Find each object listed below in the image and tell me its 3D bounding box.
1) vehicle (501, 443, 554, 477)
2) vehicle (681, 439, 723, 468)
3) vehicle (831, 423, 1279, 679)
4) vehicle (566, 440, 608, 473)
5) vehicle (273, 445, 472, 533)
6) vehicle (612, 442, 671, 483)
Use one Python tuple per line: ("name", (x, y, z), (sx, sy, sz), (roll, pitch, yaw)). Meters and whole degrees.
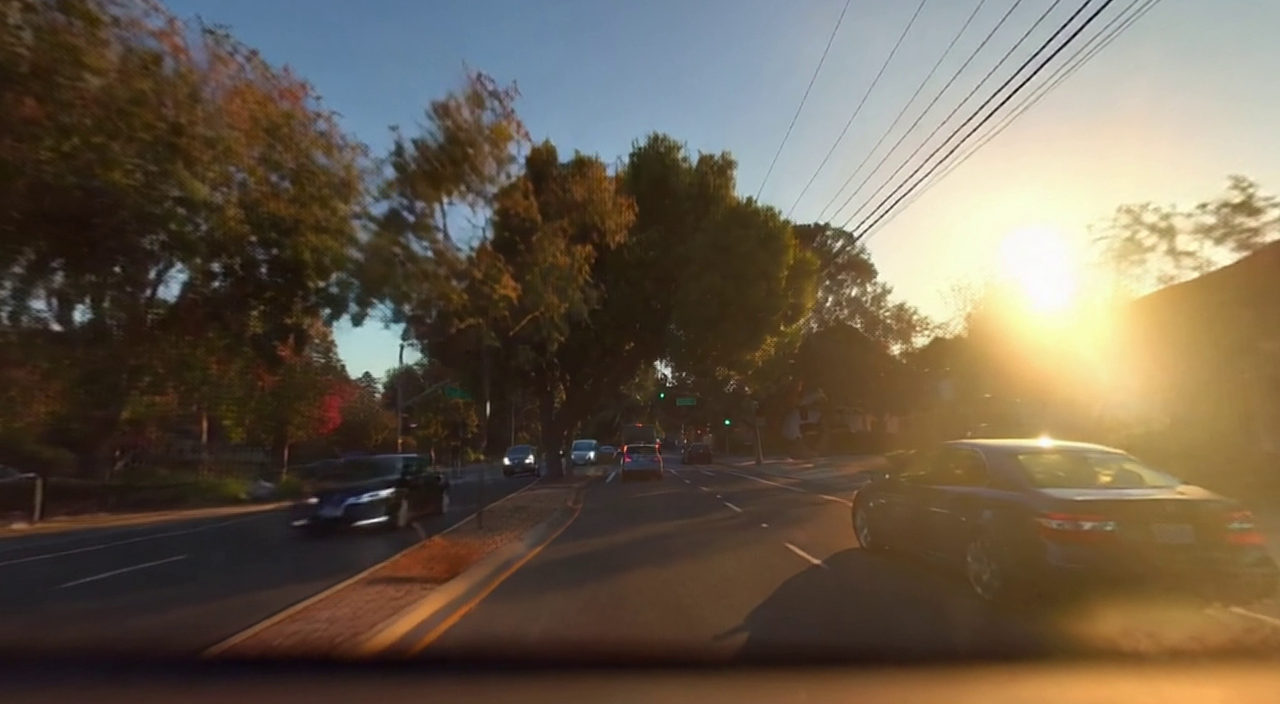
("vehicle", (-6.362, 6.164, 36.323), (2.146, 1.768, 4.664), (0, -9, 0))
("vehicle", (4.112, 6.813, 42.602), (2.187, 1.847, 4.553), (0, -9, -2))
("vehicle", (3.474, 1.472, 5.886), (1.973, 1.447, 4.402), (0, -8, 0))
("vehicle", (-2.994, 6.019, 36.611), (2.083, 1.741, 5.530), (0, -9, -1))
("vehicle", (-5.316, 2.761, 13.503), (2.193, 1.502, 4.913), (0, -9, -1))
("vehicle", (0.045, 4.312, 24.946), (2.114, 1.483, 4.207), (0, -9, 0))
